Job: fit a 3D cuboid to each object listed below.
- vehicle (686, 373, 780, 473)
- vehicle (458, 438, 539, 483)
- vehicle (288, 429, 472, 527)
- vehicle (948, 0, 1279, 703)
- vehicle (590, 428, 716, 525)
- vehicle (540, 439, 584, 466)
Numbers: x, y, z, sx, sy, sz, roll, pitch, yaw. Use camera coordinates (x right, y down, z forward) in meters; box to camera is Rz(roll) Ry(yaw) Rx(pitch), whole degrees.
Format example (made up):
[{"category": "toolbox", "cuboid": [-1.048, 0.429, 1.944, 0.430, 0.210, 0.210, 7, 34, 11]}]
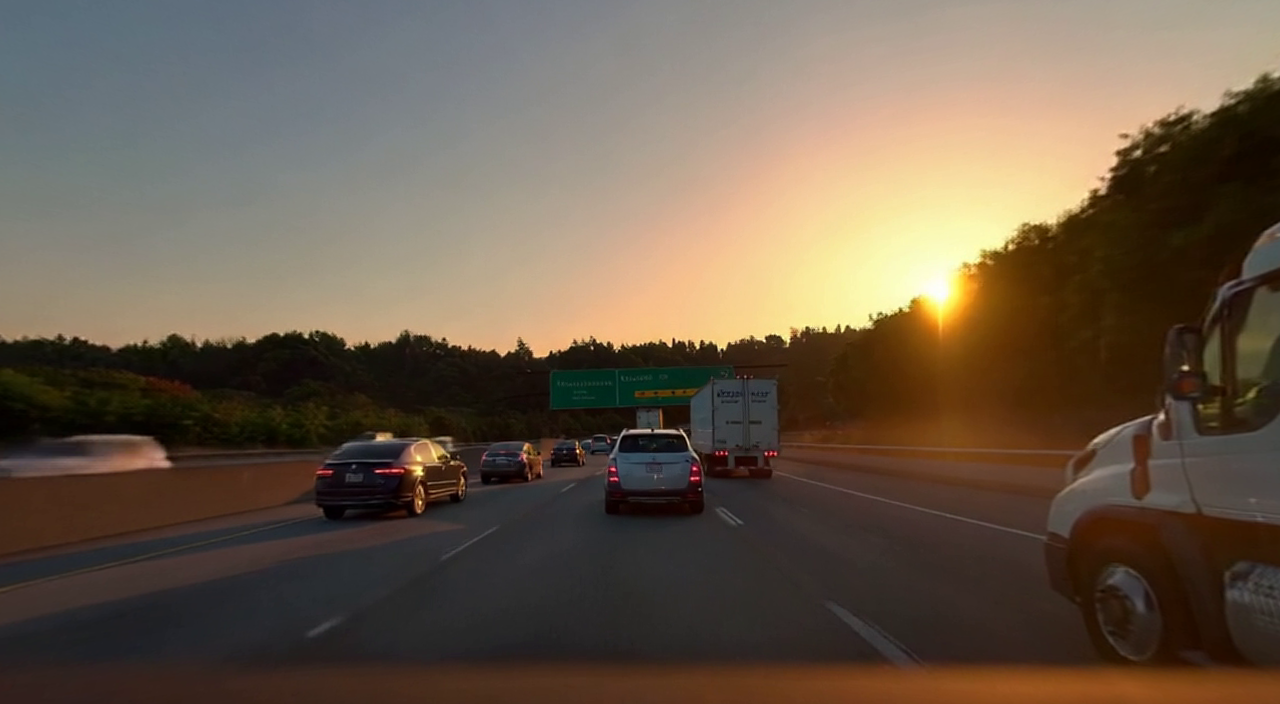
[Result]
[{"category": "vehicle", "cuboid": [4.339, 3.899, 33.061, 2.892, 4.101, 14.252, 0, -8, 1]}, {"category": "vehicle", "cuboid": [-4.932, 3.802, 22.519, 1.880, 1.458, 3.978, 0, -8, 1]}, {"category": "vehicle", "cuboid": [-4.574, 2.229, 11.764, 1.821, 1.514, 3.677, 0, -8, 0]}, {"category": "vehicle", "cuboid": [3.967, -0.158, 1.811, 2.982, 3.860, 6.011, 0, -8, 0]}, {"category": "vehicle", "cuboid": [0.197, 2.205, 11.751, 1.973, 1.505, 3.568, 0, -8, 0]}, {"category": "vehicle", "cuboid": [-4.481, 5.829, 36.902, 1.887, 1.493, 4.411, 0, -8, 1]}]
